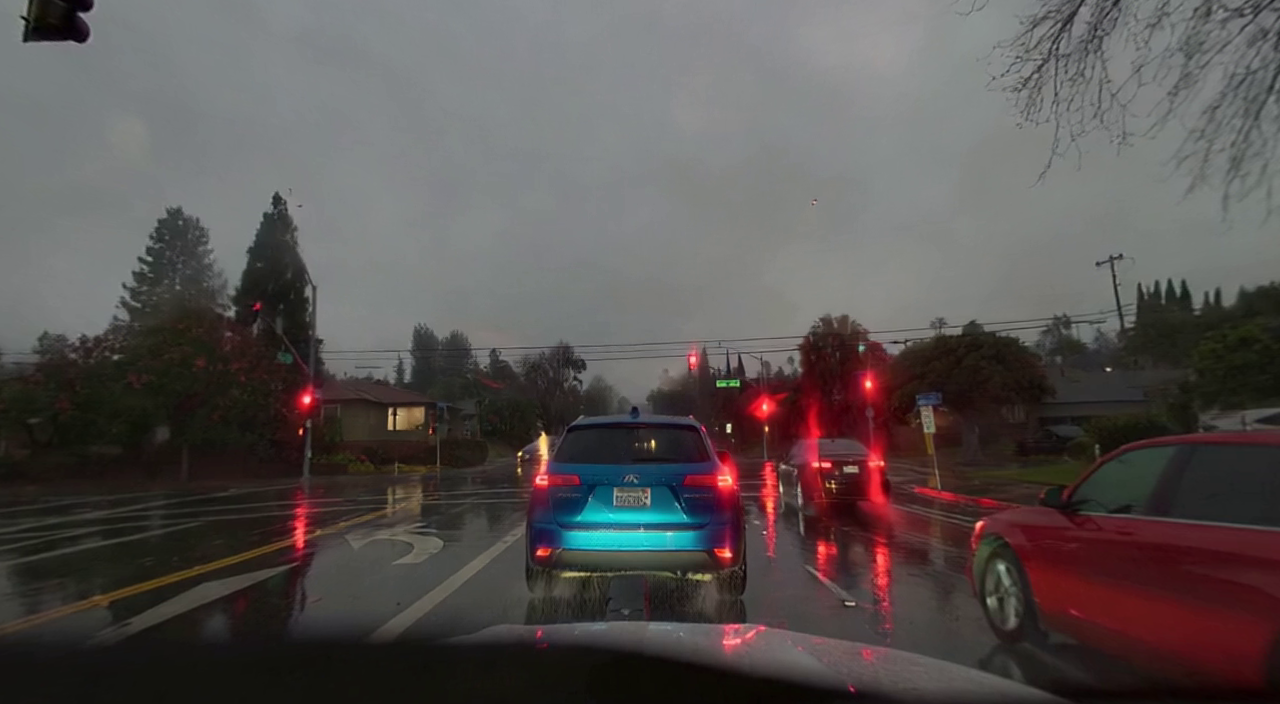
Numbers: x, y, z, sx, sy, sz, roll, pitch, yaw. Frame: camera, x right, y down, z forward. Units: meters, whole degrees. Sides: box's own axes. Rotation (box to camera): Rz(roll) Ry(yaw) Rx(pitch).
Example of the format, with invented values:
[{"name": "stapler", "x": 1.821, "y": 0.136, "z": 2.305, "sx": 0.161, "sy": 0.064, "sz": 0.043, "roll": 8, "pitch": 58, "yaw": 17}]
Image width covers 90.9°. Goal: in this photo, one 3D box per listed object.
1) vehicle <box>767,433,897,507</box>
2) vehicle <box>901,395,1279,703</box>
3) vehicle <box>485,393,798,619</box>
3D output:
[{"name": "vehicle", "x": 4.407, "y": 2.757, "z": 15.192, "sx": 1.934, "sy": 1.506, "sz": 4.282, "roll": -1, "pitch": -8, "yaw": 2}, {"name": "vehicle", "x": 3.654, "y": 1.157, "z": 4.000, "sx": 2.077, "sy": 1.527, "sz": 4.755, "roll": 0, "pitch": -8, "yaw": 2}, {"name": "vehicle", "x": 0.045, "y": 1.469, "z": 6.947, "sx": 2.322, "sy": 1.667, "sz": 4.367, "roll": 0, "pitch": -8, "yaw": 1}]
